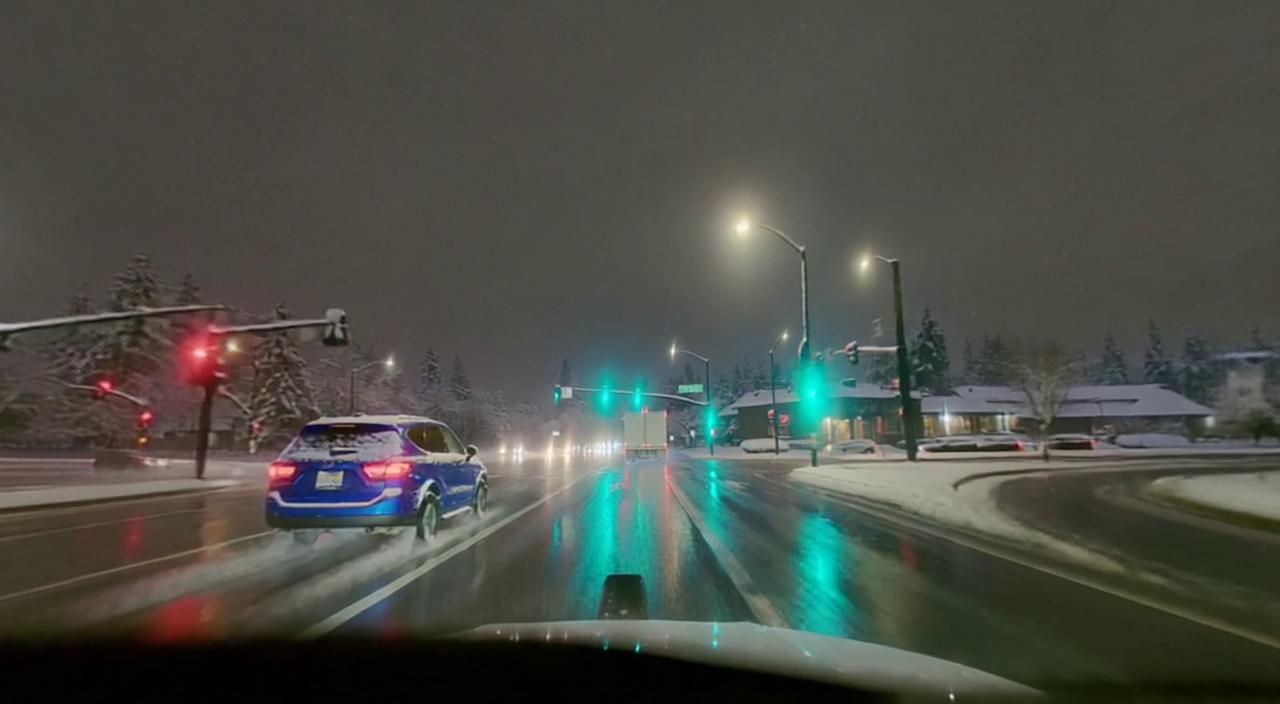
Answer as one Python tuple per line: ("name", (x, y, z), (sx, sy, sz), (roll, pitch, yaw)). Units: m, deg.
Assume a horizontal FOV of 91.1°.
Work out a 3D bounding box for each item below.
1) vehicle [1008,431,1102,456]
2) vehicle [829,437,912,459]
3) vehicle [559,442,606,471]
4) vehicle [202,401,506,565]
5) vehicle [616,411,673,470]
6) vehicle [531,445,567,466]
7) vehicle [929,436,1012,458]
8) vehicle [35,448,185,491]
("vehicle", (31.207, 6.907, 47.304), (5.530, 1.827, 2.161), (0, -9, 0))
("vehicle", (16.198, 6.788, 44.326), (4.983, 1.511, 2.077), (0, -9, 0))
("vehicle", (-3.087, 5.715, 34.495), (2.023, 1.483, 4.143), (0, -9, 2))
("vehicle", (-3.757, 1.834, 9.587), (2.178, 1.826, 4.933), (0, -9, 2))
("vehicle", (0.331, 5.169, 36.487), (2.993, 3.051, 6.692), (0, -9, 1))
("vehicle", (-6.610, 7.540, 45.983), (1.933, 1.477, 4.119), (0, -9, 1))
("vehicle", (23.277, 6.742, 44.379), (4.716, 1.494, 2.001), (0, -9, 1))
("vehicle", (-24.989, 5.508, 29.975), (2.199, 1.848, 5.628), (0, -9, 1))
